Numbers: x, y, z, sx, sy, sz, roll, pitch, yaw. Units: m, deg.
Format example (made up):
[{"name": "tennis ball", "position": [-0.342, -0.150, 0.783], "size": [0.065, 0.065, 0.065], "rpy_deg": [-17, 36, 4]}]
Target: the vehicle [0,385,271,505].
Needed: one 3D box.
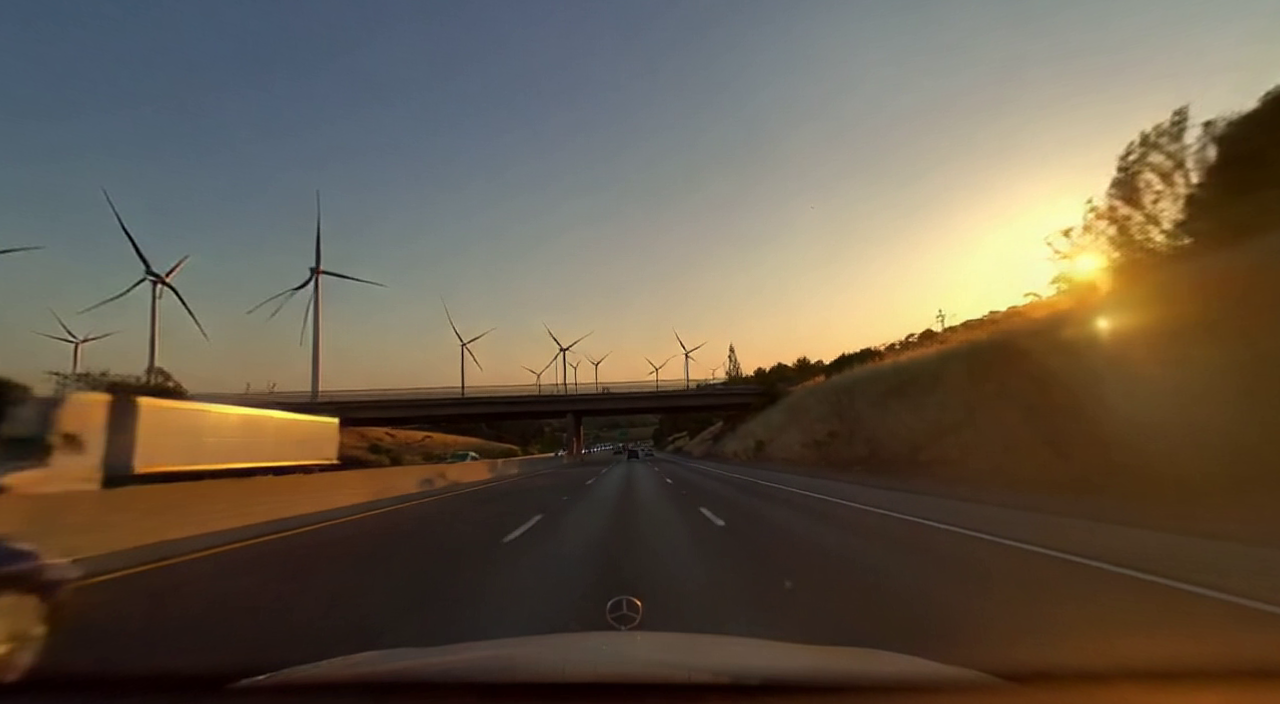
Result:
[{"name": "vehicle", "position": [-19.646, 3.743, 25.232], "size": [3.140, 3.718, 11.043], "rpy_deg": [0, -9, 0]}]

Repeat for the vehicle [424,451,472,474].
[{"name": "vehicle", "position": [-12.649, 7.289, 41.820], "size": [1.887, 1.441, 4.148], "rpy_deg": [0, -9, 0]}]

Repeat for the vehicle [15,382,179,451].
[{"name": "vehicle", "position": [-19.716, 2.238, 23.268], "size": [1.970, 1.671, 4.758], "rpy_deg": [0, 5, -2]}]
